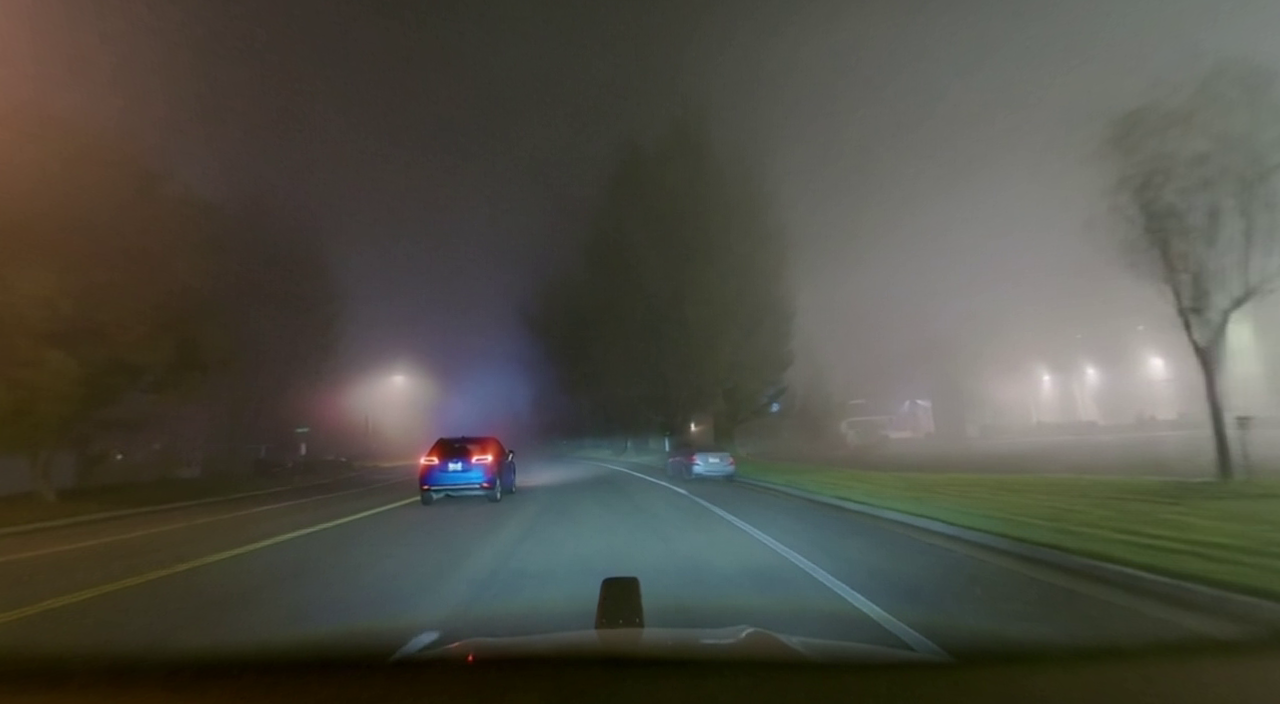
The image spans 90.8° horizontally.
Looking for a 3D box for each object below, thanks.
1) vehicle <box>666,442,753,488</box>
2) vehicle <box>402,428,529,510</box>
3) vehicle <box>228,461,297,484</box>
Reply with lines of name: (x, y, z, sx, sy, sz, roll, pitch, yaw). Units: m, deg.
vehicle: (2.375, 4.014, 22.877, 1.928, 1.447, 4.386, 1, -9, -10)
vehicle: (-4.233, 2.907, 16.188, 2.175, 1.772, 4.442, 0, -8, -3)
vehicle: (-26.955, 8.609, 45.232, 3.892, 1.323, 1.741, -1, -8, -13)
